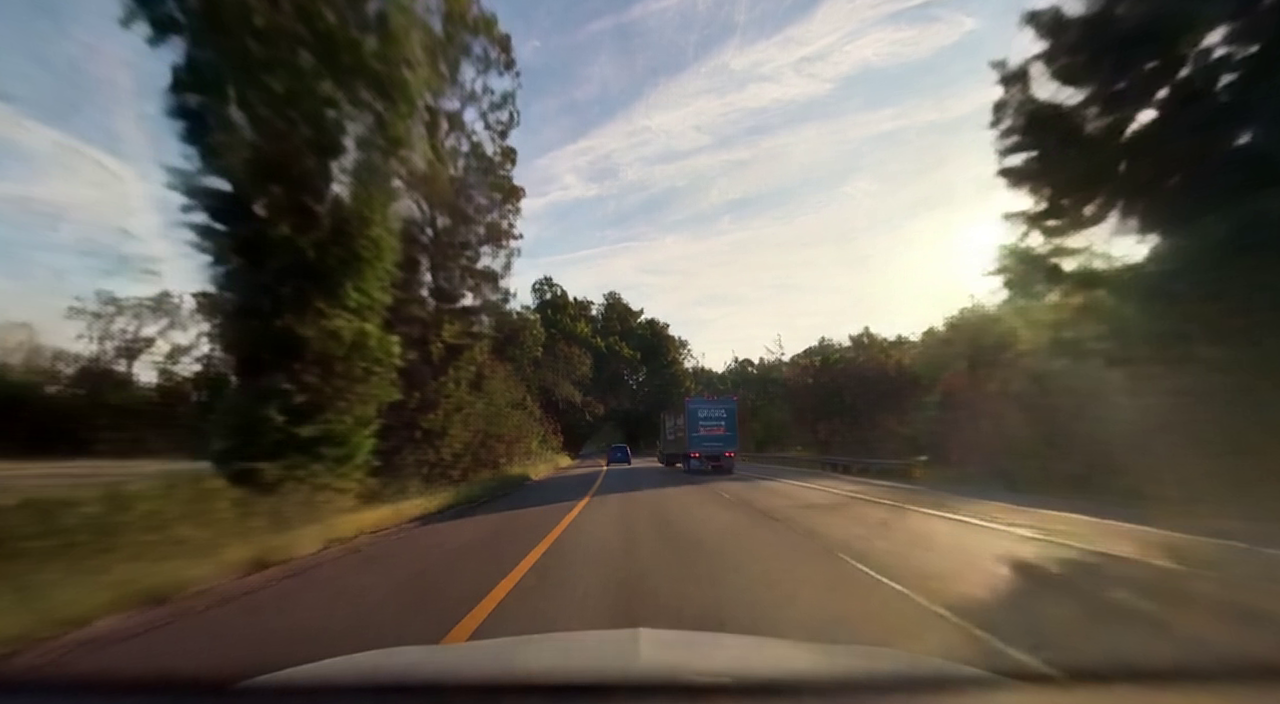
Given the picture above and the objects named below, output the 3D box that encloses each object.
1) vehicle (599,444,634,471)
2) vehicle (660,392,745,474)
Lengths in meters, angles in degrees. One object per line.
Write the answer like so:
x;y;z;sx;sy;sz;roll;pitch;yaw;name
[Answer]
-1.353;6.042;36.210;1.913;1.460;3.610;0;-9;-2;vehicle
3.333;5.089;38.307;2.951;4.012;14.203;1;-9;-3;vehicle
